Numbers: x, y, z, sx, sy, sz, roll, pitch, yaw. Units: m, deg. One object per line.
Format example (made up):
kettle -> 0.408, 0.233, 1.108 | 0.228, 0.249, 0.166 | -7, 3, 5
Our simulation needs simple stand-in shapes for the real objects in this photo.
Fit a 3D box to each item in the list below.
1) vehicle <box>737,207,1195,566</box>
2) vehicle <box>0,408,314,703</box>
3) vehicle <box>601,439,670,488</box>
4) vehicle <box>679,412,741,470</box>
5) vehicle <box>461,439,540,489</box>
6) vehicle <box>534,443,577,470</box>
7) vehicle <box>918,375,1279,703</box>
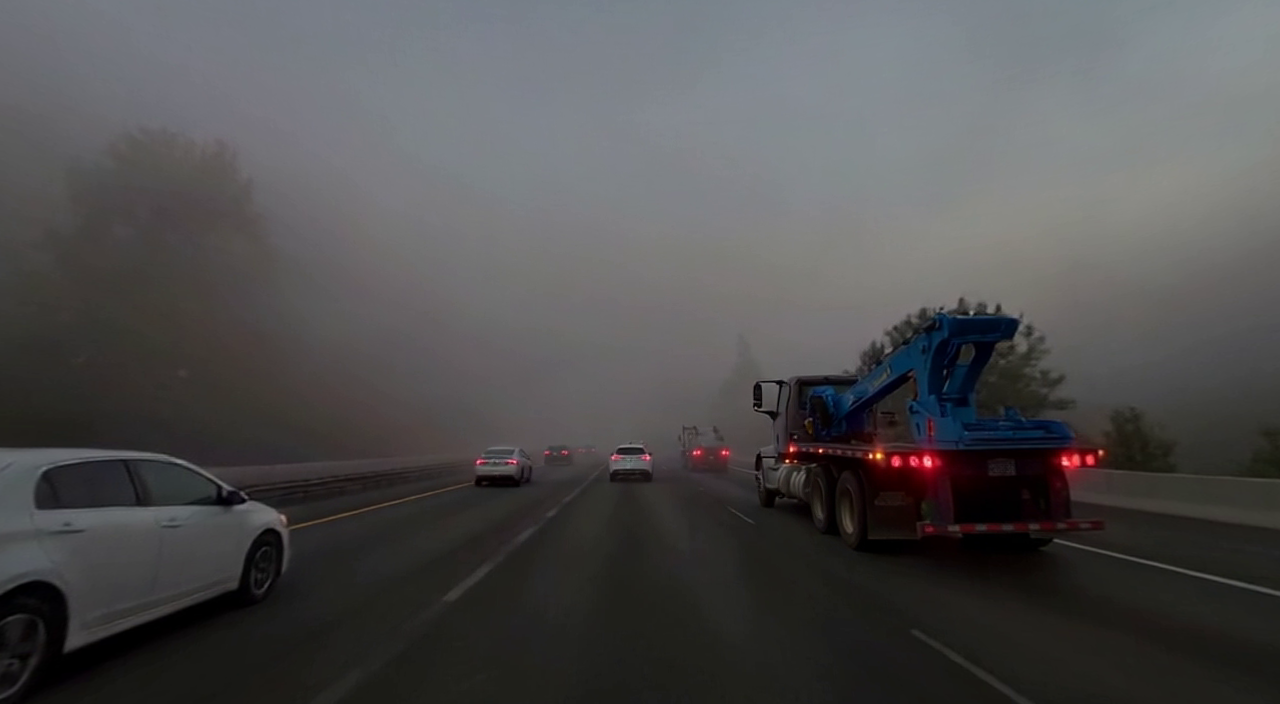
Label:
vehicle -> 3.848, 0.914, 10.504 | 2.975, 3.618, 8.456 | 0, -9, 0
vehicle -> -4.118, 1.125, 3.630 | 1.880, 1.507, 4.757 | 0, -9, 0
vehicle -> -0.206, 3.785, 21.603 | 2.150, 1.498, 3.988 | 0, -9, -2
vehicle -> 3.701, 4.970, 34.708 | 2.416, 2.829, 7.016 | 0, -9, -2
vehicle -> -4.721, 3.846, 21.776 | 1.858, 1.527, 3.974 | 0, -9, -1
vehicle -> -4.947, 6.191, 37.117 | 1.924, 1.481, 4.264 | 0, -9, 0
vehicle -> 4.009, 0.981, 3.076 | 2.599, 1.631, 5.693 | 0, -9, -1
